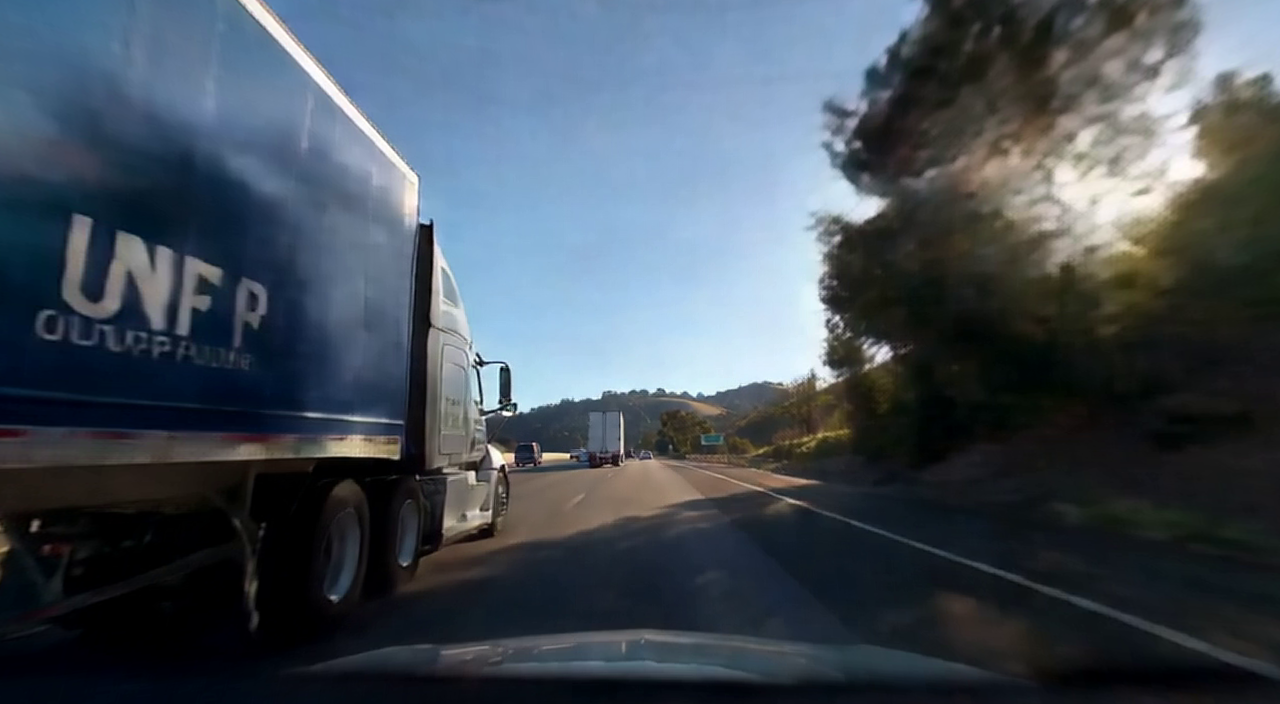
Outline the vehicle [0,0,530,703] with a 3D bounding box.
[{"bbox_3d":[-3.214,0.252,5.968,2.958,4.002,7.575,0,-8,0],"label":"vehicle"}]
